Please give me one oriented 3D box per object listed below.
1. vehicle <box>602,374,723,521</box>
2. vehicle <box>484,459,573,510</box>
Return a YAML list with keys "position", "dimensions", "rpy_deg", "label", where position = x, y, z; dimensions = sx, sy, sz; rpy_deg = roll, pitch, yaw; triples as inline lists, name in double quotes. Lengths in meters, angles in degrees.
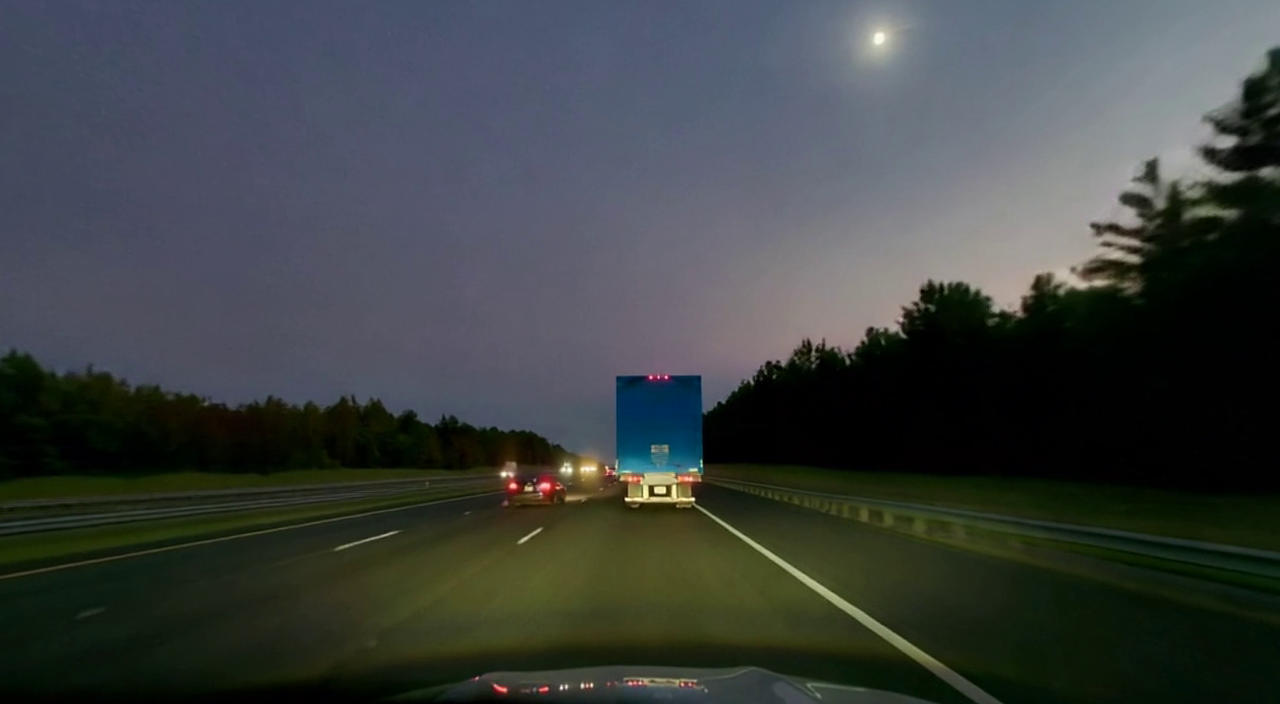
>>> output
- position: [0.592, 3.258, 20.688]
  dimensions: [3.008, 3.678, 9.512]
  rpy_deg: [1, -10, 0]
  label: "vehicle"
- position: [-3.627, 4.442, 21.447]
  dimensions: [2.079, 1.506, 4.821]
  rpy_deg: [0, -10, 1]
  label: "vehicle"
